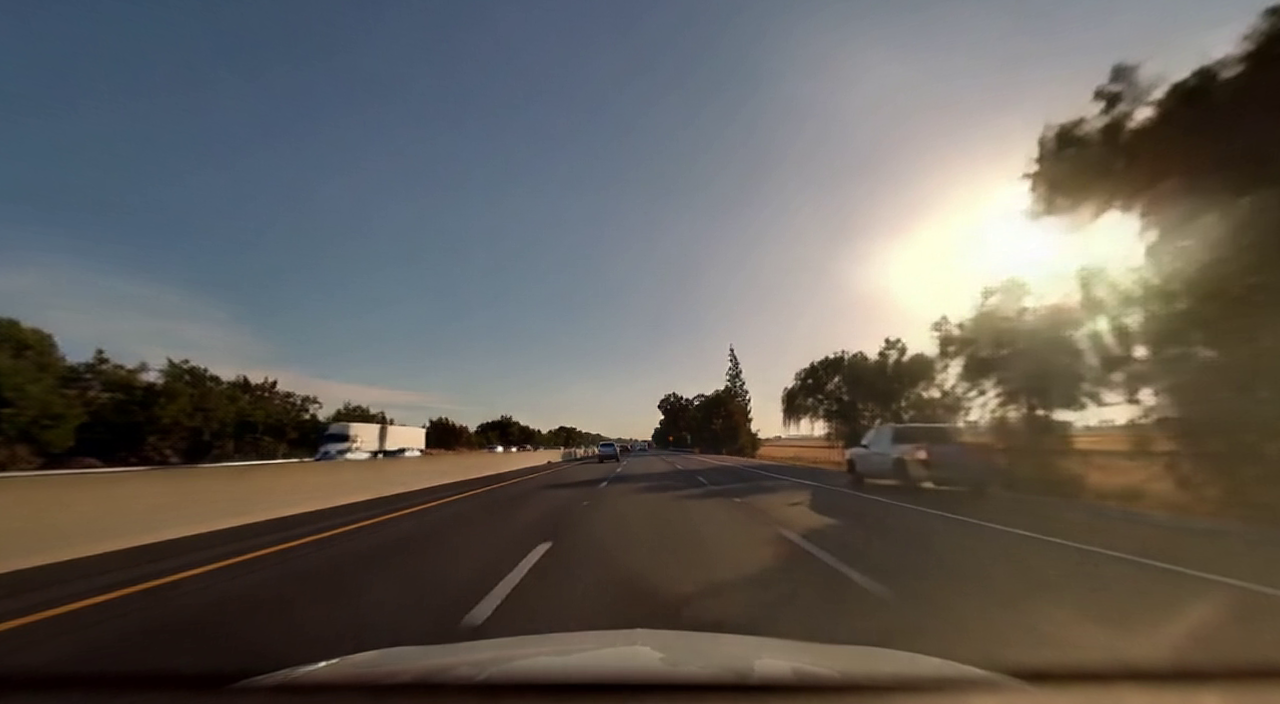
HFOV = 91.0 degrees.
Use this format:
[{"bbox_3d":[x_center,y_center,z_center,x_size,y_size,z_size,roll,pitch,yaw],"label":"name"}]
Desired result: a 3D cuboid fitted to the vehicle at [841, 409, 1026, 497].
[{"bbox_3d":[8.158,2.919,18.534,2.440,2.132,6.219,0,-9,0],"label":"vehicle"}]
